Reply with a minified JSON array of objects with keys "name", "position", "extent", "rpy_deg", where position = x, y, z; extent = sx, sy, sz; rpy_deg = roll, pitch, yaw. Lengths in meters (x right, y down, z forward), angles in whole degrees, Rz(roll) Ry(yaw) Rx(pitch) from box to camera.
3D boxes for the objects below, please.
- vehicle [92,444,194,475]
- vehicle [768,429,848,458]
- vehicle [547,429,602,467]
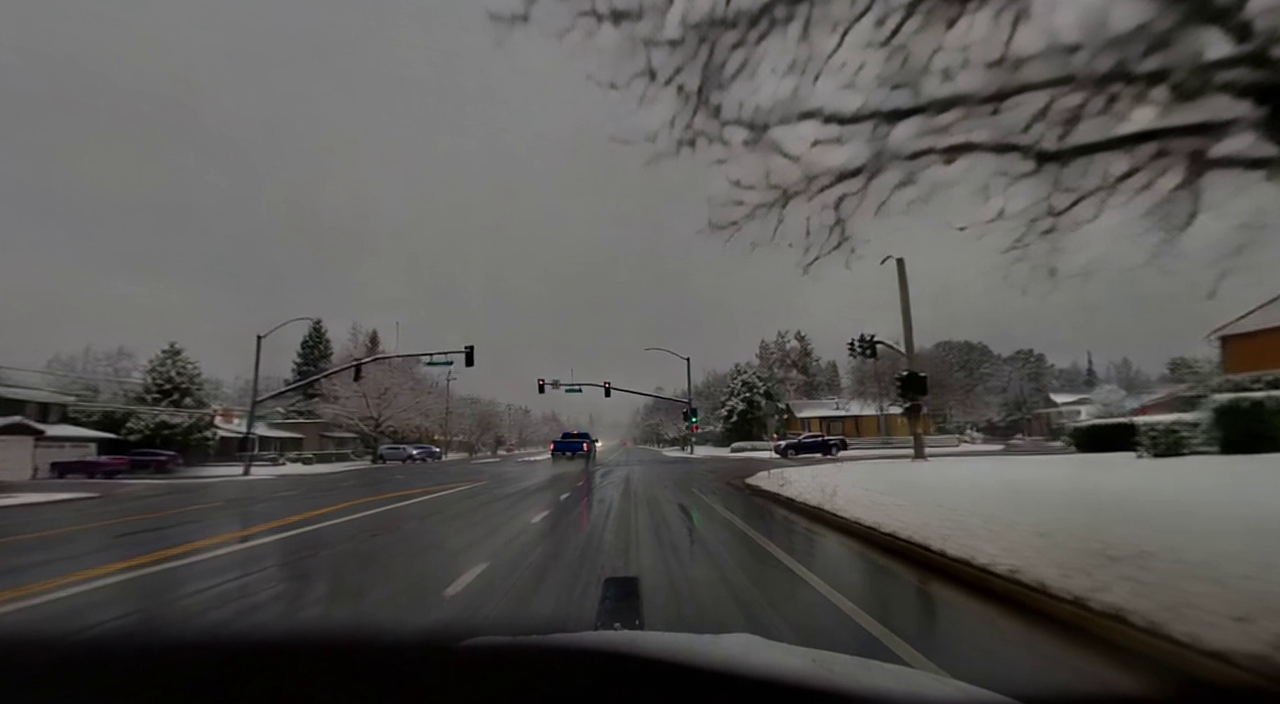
[{"name":"vehicle","position":[-28.973,6.284,36.961],"extent":[4.092,1.624,1.965],"rpy_deg":[0,-11,-12]},{"name":"vehicle","position":[10.704,5.861,40.514],"extent":[4.500,1.761,1.975],"rpy_deg":[0,-9,1]},{"name":"vehicle","position":[-3.648,5.498,36.296],"extent":[2.508,2.001,5.880],"rpy_deg":[0,-9,0]}]
